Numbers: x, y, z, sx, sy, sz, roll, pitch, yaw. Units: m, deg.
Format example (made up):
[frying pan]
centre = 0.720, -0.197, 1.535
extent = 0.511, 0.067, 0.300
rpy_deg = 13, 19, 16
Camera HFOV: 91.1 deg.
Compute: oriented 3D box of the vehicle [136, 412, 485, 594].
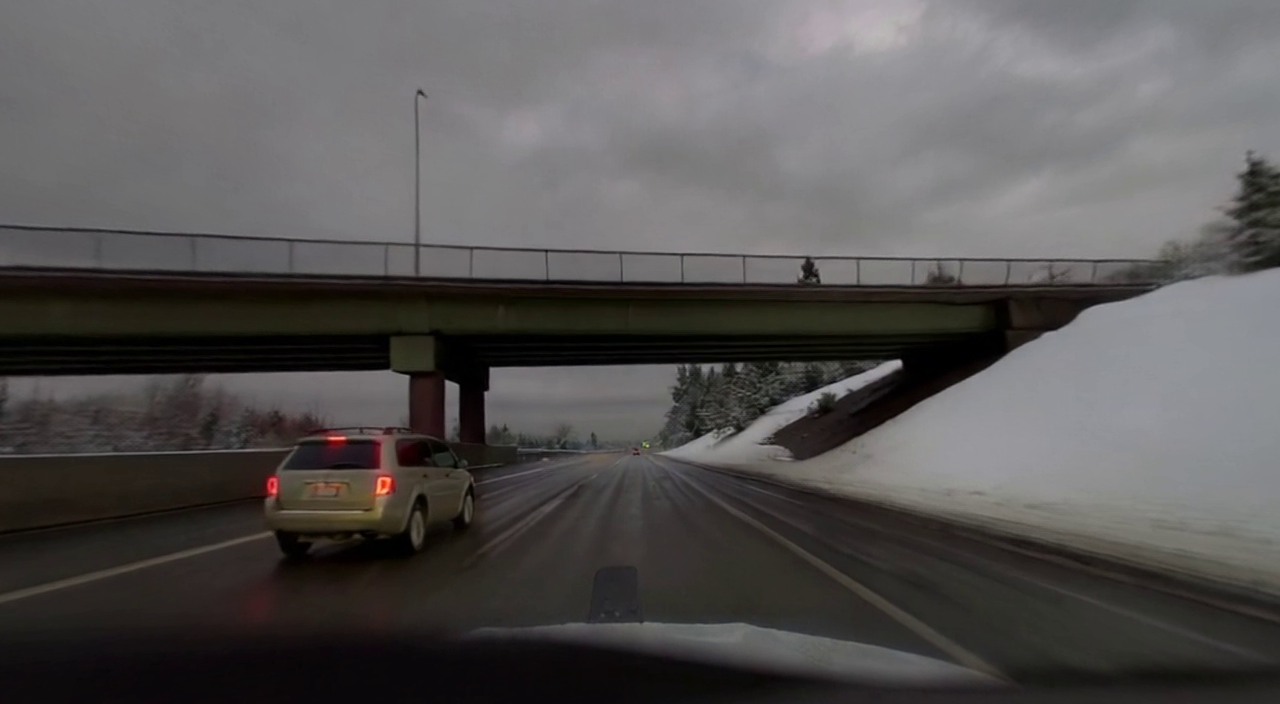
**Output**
[vehicle]
centre = -3.591, 1.730, 8.036
extent = 2.082, 1.668, 4.274
rpy_deg = 0, -9, 1
